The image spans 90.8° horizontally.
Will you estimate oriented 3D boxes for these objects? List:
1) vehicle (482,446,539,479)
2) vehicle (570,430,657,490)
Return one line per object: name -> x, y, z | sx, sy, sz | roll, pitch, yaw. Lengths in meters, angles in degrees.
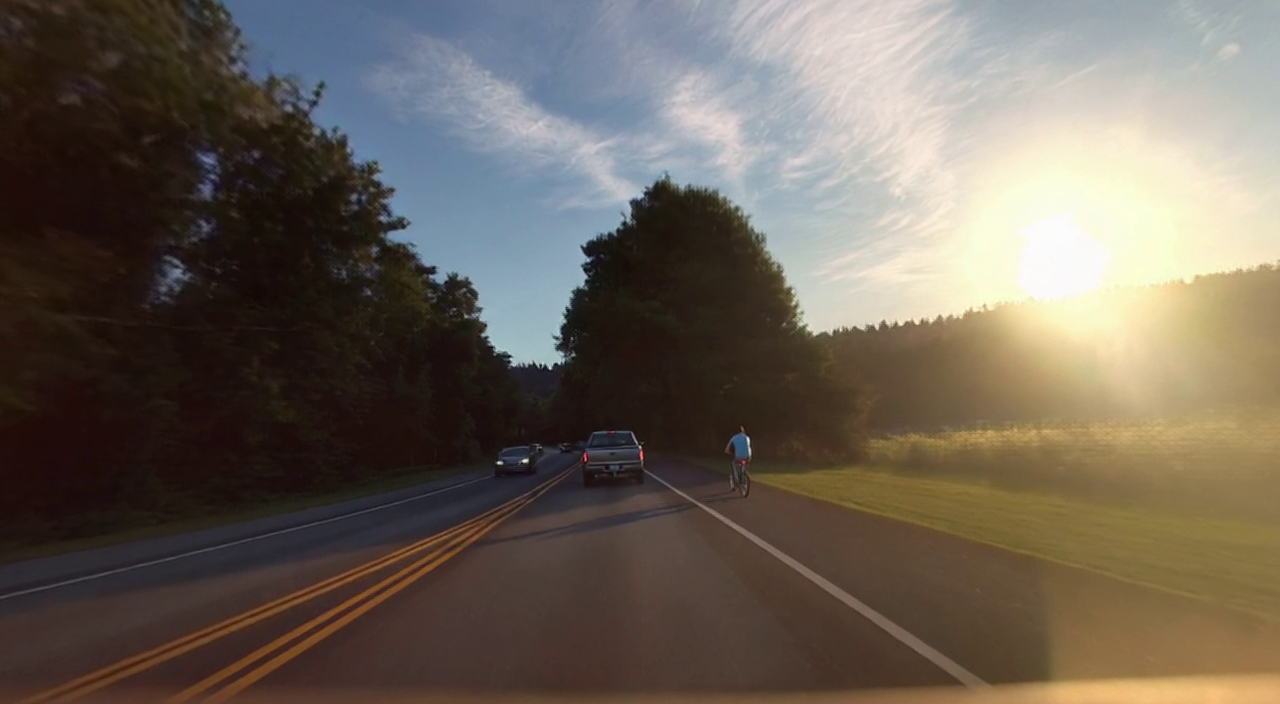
vehicle -> -6.514, 5.590, 32.281 | 2.118, 1.513, 4.602 | 0, -8, -3
vehicle -> -0.911, 3.700, 22.041 | 2.631, 1.798, 5.331 | 0, -8, -2
